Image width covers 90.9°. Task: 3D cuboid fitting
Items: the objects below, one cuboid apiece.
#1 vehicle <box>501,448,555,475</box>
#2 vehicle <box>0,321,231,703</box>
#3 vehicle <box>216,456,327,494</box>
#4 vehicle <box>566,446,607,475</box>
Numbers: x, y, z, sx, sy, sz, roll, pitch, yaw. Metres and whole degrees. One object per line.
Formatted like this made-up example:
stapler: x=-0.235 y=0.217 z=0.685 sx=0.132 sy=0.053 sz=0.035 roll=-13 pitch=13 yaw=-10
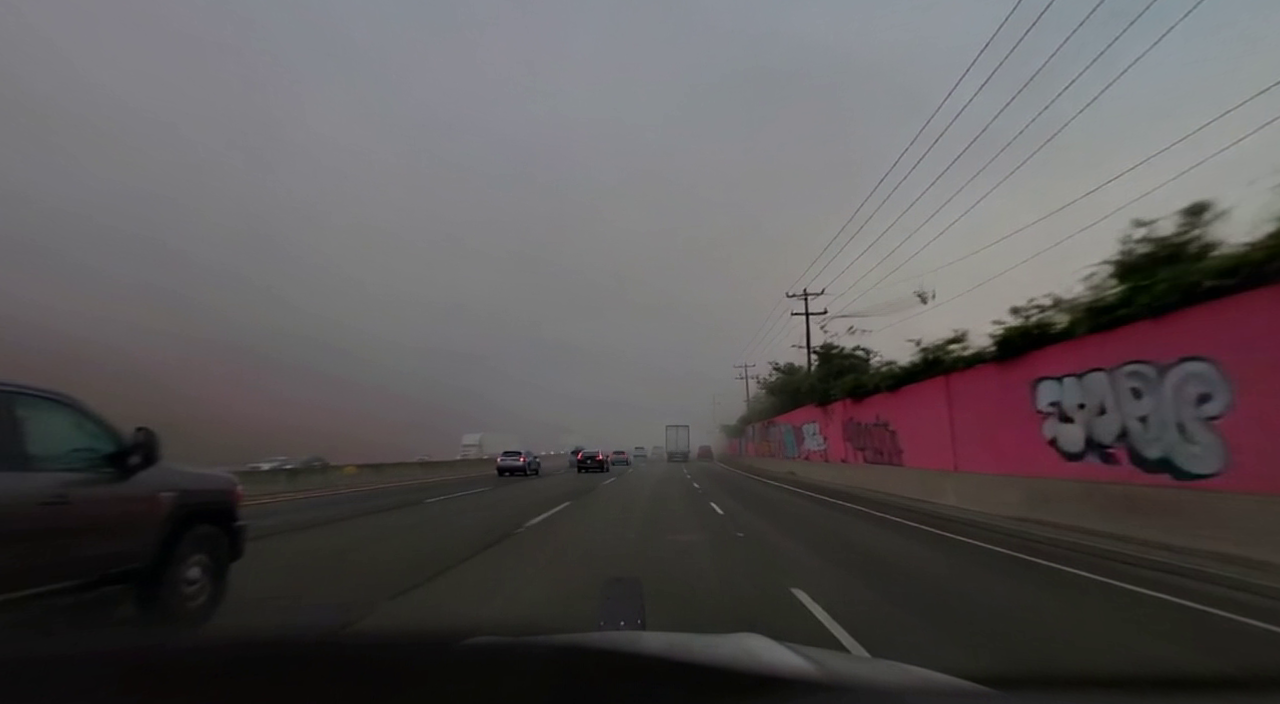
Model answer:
vehicle: x=-6.650 y=6.538 z=37.950 sx=2.142 sy=1.503 sz=4.767 roll=-1 pitch=-9 yaw=3
vehicle: x=-3.814 y=0.665 z=1.712 sx=2.136 sy=1.865 sz=4.722 roll=-1 pitch=-9 yaw=1
vehicle: x=-16.110 y=5.383 z=27.892 sx=1.923 sy=1.459 sz=4.561 roll=-1 pitch=-9 yaw=4
vehicle: x=-3.085 y=6.371 z=37.246 sx=1.966 sy=1.565 sz=3.766 roll=-1 pitch=-9 yaw=2
